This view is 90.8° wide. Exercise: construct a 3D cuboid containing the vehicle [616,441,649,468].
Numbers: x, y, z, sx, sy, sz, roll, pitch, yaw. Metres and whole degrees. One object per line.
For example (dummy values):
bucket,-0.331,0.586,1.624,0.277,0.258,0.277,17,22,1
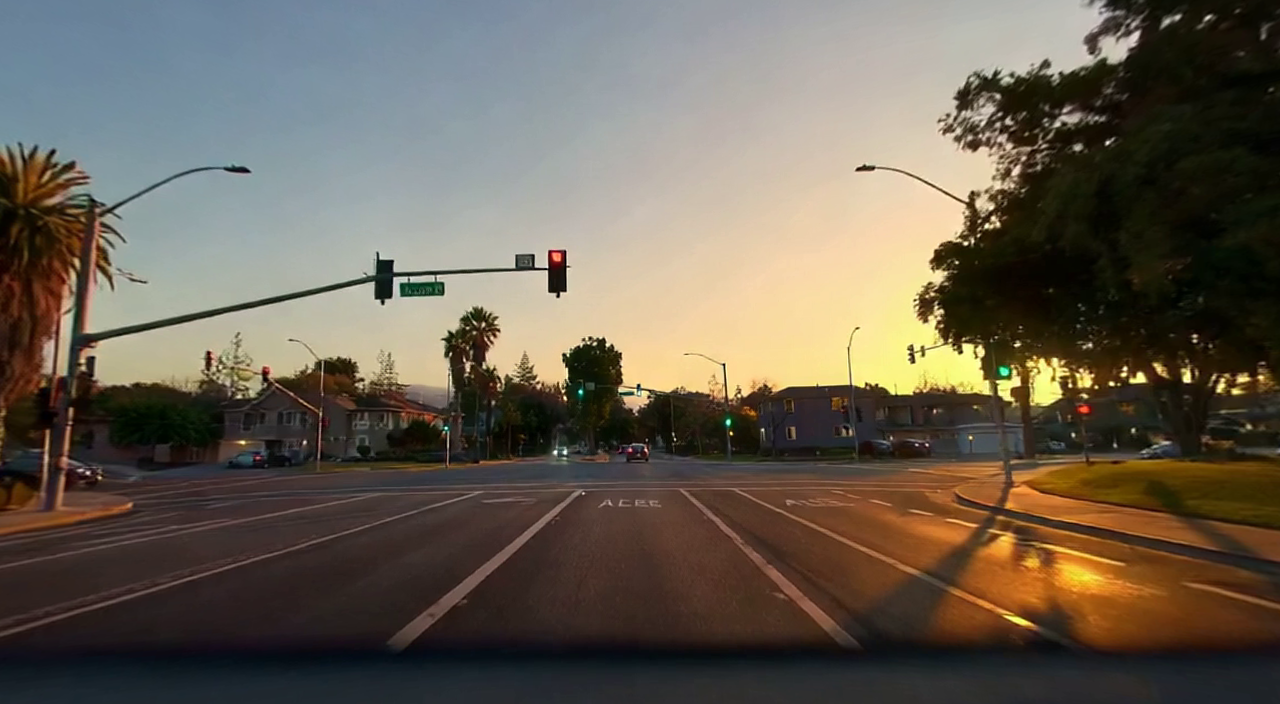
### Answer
vehicle,-0.601,7.325,45.484,2.248,1.833,4.798,0,-8,-2
